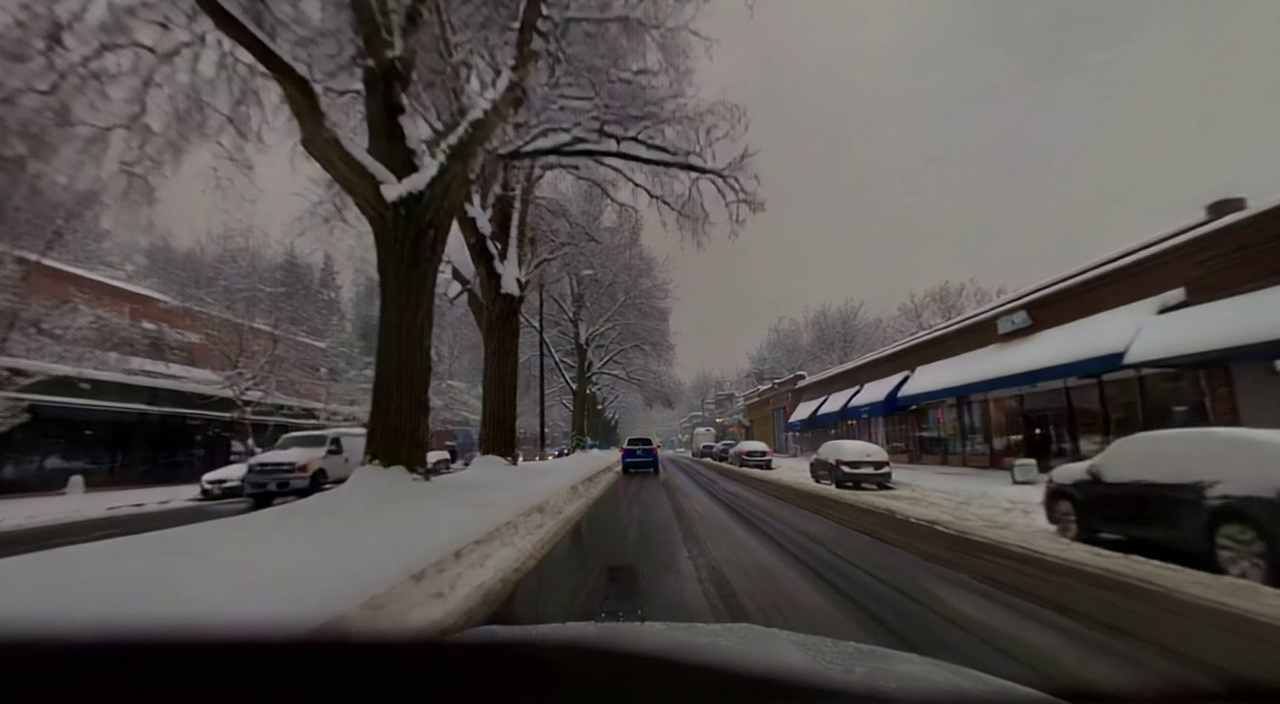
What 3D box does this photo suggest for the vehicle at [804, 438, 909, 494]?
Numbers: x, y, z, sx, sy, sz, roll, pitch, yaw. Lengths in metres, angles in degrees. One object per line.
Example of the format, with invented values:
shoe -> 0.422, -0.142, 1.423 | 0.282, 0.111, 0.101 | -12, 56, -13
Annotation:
vehicle -> 7.277, 3.852, 21.782 | 2.004, 1.714, 4.356 | 0, -8, -1

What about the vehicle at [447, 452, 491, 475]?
vehicle -> -11.810, 7.728, 43.831 | 1.808, 1.459, 4.129 | 0, -8, 1

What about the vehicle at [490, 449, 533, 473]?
vehicle -> -8.545, 7.306, 42.445 | 1.982, 1.505, 4.065 | 0, -8, 1

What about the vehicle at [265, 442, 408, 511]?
vehicle -> -8.338, 3.420, 17.901 | 1.977, 1.669, 4.387 | 0, -8, -2

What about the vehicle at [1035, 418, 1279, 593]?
vehicle -> 7.147, 1.743, 7.547 | 2.030, 1.631, 4.783 | 3, -8, 4

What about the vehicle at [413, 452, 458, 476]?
vehicle -> -15.863, 8.687, 49.253 | 1.950, 1.740, 4.433 | -1, -8, 2

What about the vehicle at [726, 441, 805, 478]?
vehicle -> 6.255, 5.401, 32.099 | 2.114, 1.697, 4.739 | 2, -9, -13

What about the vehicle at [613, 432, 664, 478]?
vehicle -> -0.034, 5.033, 31.105 | 2.293, 2.036, 4.853 | 0, -8, 1
